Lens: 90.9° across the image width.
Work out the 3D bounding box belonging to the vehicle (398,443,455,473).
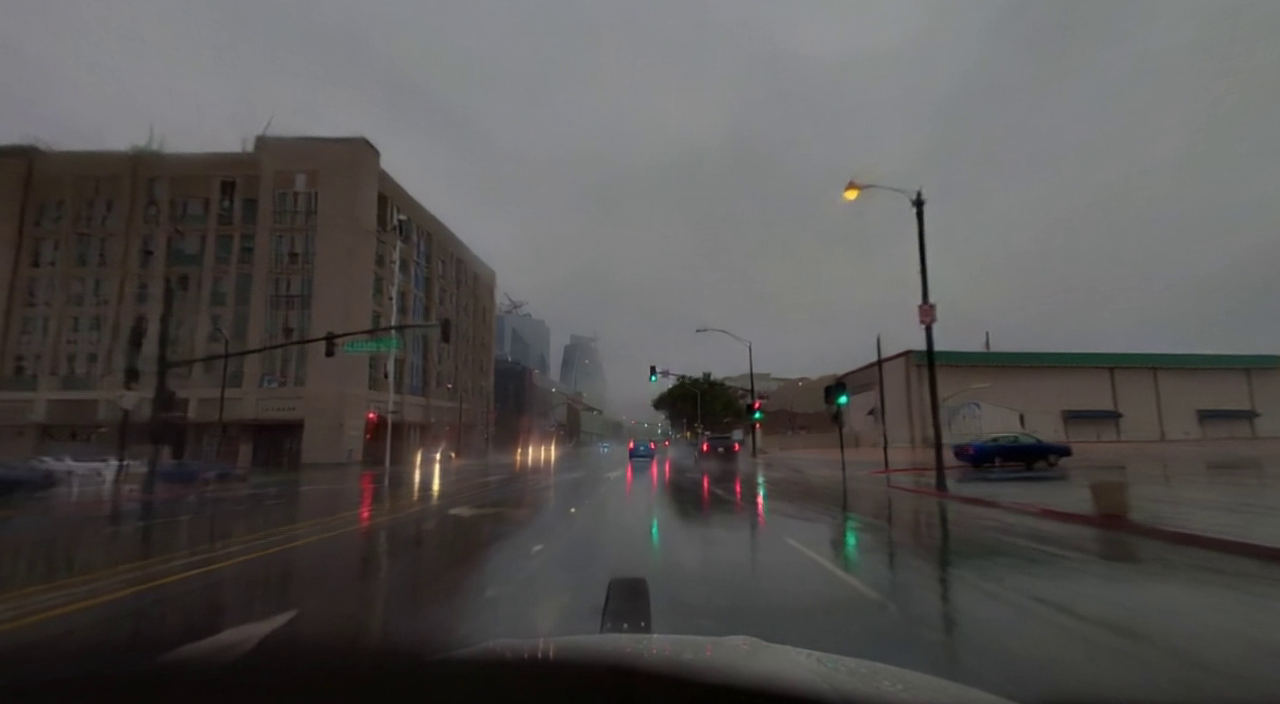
[{"bbox_3d":[-13.764,6.826,40.877,2.082,1.772,4.447,0,-8,1],"label":"vehicle"}]

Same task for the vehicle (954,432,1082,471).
[{"bbox_3d":[17.238,4.572,28.925,4.556,1.693,2.030,0,-8,-1],"label":"vehicle"}]

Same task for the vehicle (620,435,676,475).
[{"bbox_3d":[0.299,4.472,27.446,2.245,1.587,4.094,0,-8,-1],"label":"vehicle"}]

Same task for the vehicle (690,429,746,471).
[{"bbox_3d":[3.853,4.994,32.192,2.159,1.938,4.836,0,-8,-1],"label":"vehicle"}]

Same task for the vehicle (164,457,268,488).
[{"bbox_3d":[-23.812,6.769,35.503,4.404,1.618,1.968,0,-9,1],"label":"vehicle"}]

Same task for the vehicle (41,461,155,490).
[{"bbox_3d":[-30.294,6.917,35.311,4.452,1.517,2.095,0,-9,1],"label":"vehicle"}]
